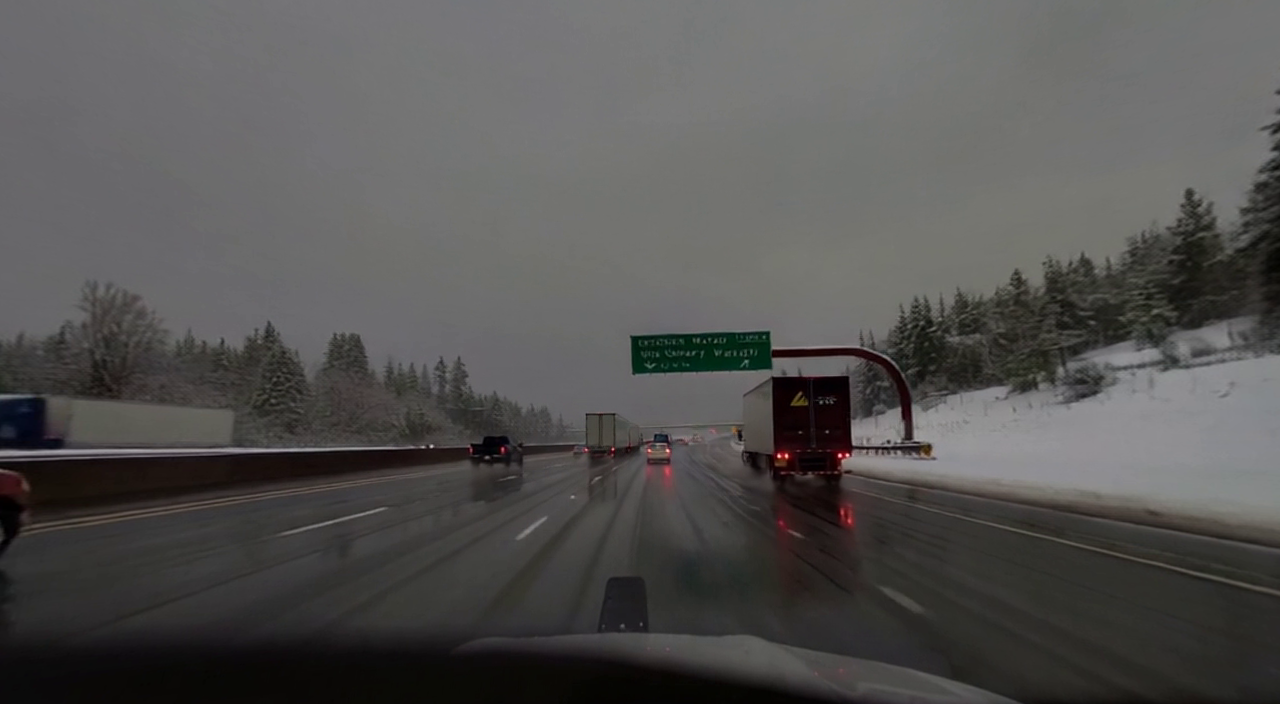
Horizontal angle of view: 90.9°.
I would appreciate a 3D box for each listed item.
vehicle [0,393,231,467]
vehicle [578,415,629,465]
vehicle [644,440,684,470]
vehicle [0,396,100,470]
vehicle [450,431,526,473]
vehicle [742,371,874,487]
[{"bbox_3d":[-34.837,5.565,43.400,2.919,4.193,15.356,0,-9,1],"label":"vehicle"},{"bbox_3d":[-2.390,6.195,44.281,2.745,3.156,7.608,0,-8,3],"label":"vehicle"},{"bbox_3d":[1.258,5.622,34.656,2.105,1.502,4.068,0,-8,0],"label":"vehicle"},{"bbox_3d":[-35.057,4.615,35.400,3.071,3.852,6.737,0,-8,2],"label":"vehicle"},{"bbox_3d":[-7.203,4.823,30.552,2.272,1.850,5.156,0,-8,1],"label":"vehicle"},{"bbox_3d":[5.670,2.879,22.836,2.895,3.484,7.631,0,-8,2],"label":"vehicle"}]
